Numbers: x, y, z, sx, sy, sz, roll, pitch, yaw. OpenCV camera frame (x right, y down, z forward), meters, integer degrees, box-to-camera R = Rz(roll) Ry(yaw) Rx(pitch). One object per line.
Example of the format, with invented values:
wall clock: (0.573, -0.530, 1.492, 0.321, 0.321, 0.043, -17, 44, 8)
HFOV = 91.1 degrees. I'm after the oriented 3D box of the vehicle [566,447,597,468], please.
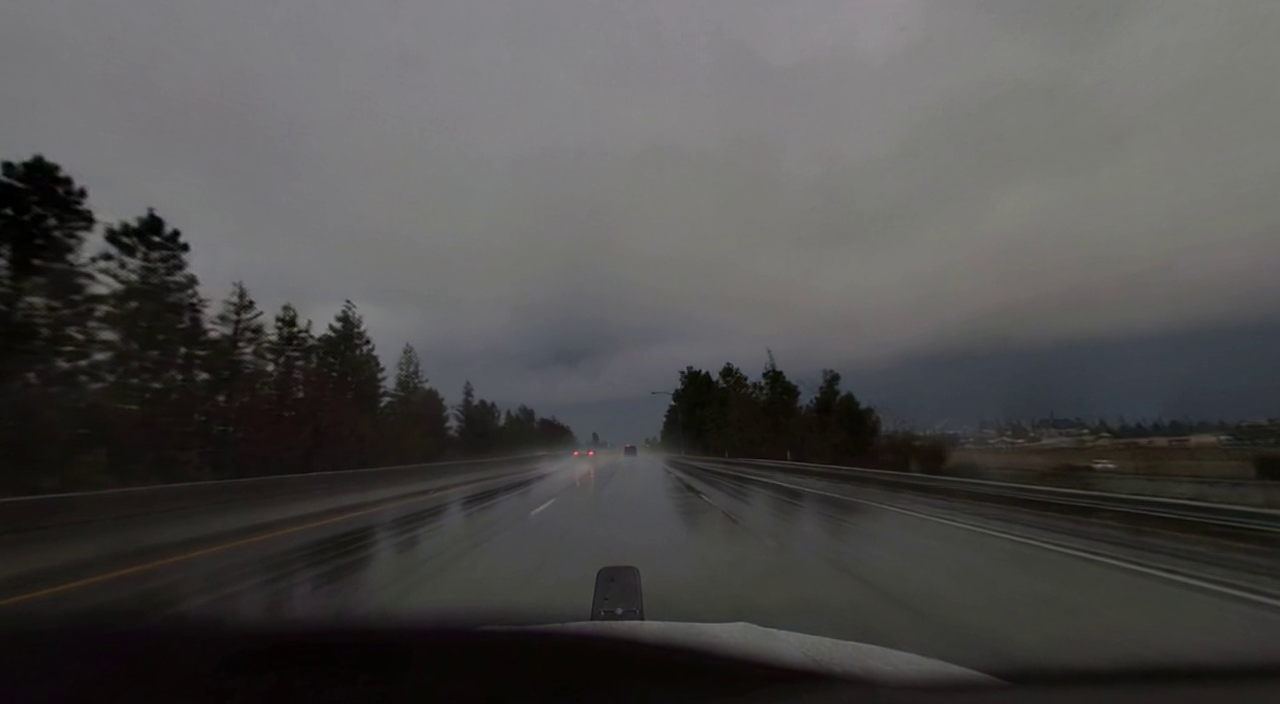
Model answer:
vehicle: (-4.357, 7.942, 47.486, 1.970, 1.492, 3.944, 0, -9, 0)
